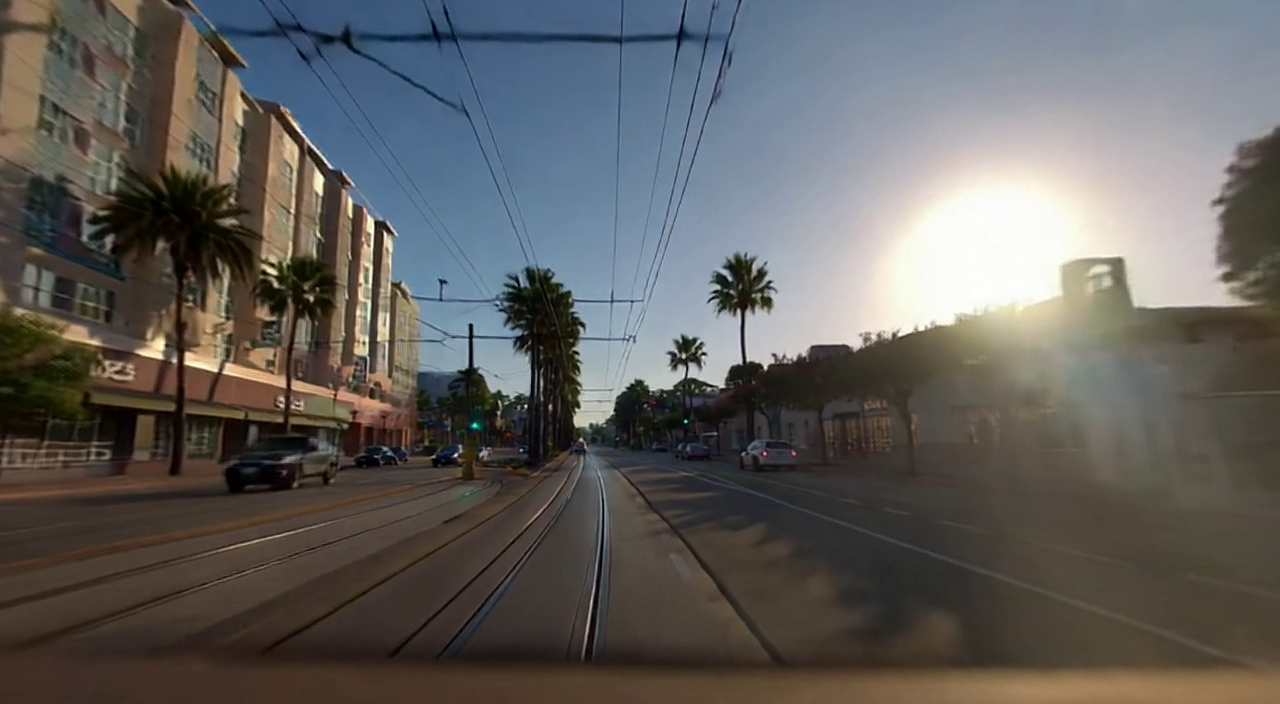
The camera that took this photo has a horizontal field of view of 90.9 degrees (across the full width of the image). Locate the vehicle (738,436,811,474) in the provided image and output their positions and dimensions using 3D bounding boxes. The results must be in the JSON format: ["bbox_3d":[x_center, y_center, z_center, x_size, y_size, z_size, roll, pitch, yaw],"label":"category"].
[{"bbox_3d":[6.346,4.922,30.418,1.995,1.677,4.863,1,-8,-6],"label":"vehicle"}]

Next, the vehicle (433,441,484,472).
[{"bbox_3d":[-10.240,5.911,35.892,2.013,1.590,4.241,1,-8,-5],"label":"vehicle"}]

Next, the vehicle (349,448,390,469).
[{"bbox_3d":[-20.394,8.023,47.629,1.819,1.450,3.003,1,-8,-3],"label":"vehicle"}]

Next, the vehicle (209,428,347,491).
[{"bbox_3d":[-12.021,3.591,21.405,2.127,1.892,4.655,1,-8,-4],"label":"vehicle"}]
